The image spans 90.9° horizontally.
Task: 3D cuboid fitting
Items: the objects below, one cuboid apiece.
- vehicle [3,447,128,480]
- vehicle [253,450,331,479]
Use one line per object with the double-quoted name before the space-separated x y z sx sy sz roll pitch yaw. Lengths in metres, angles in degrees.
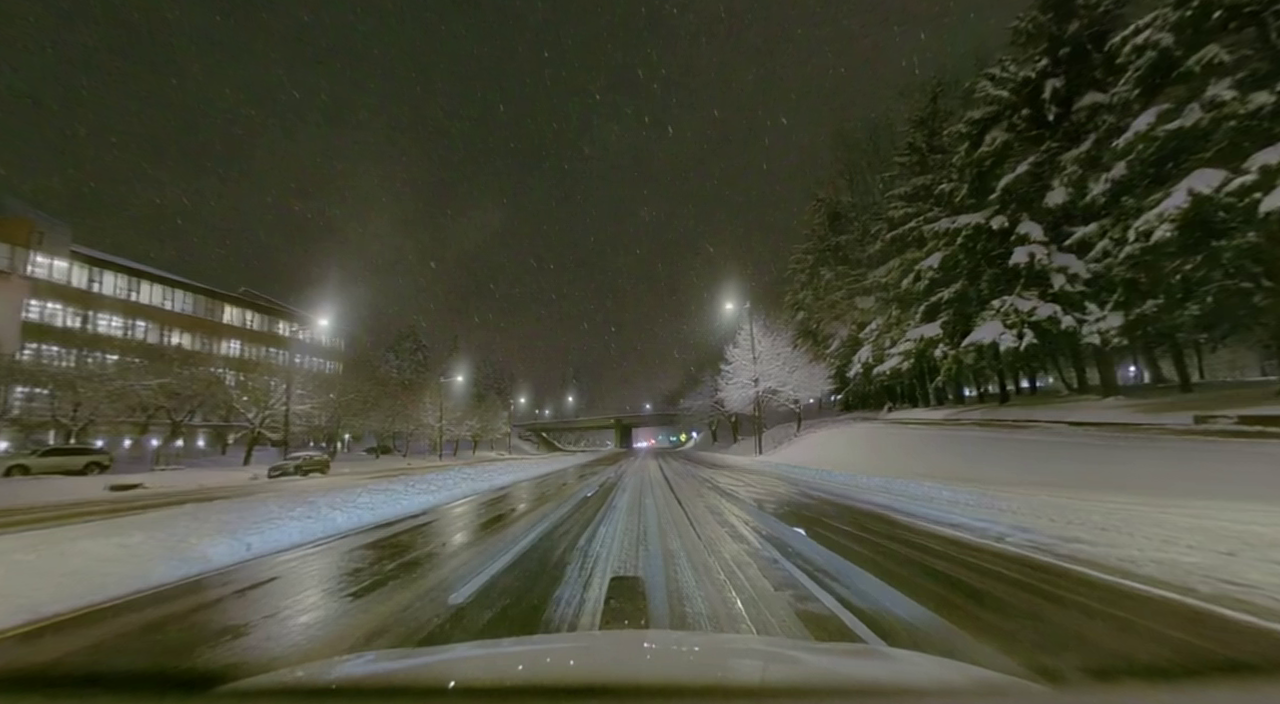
"vehicle" -30.608 5.911 33.723 1.797 1.621 4.454 -4 -10 30
"vehicle" -21.445 6.929 39.146 1.945 1.481 5.005 -3 -8 1
